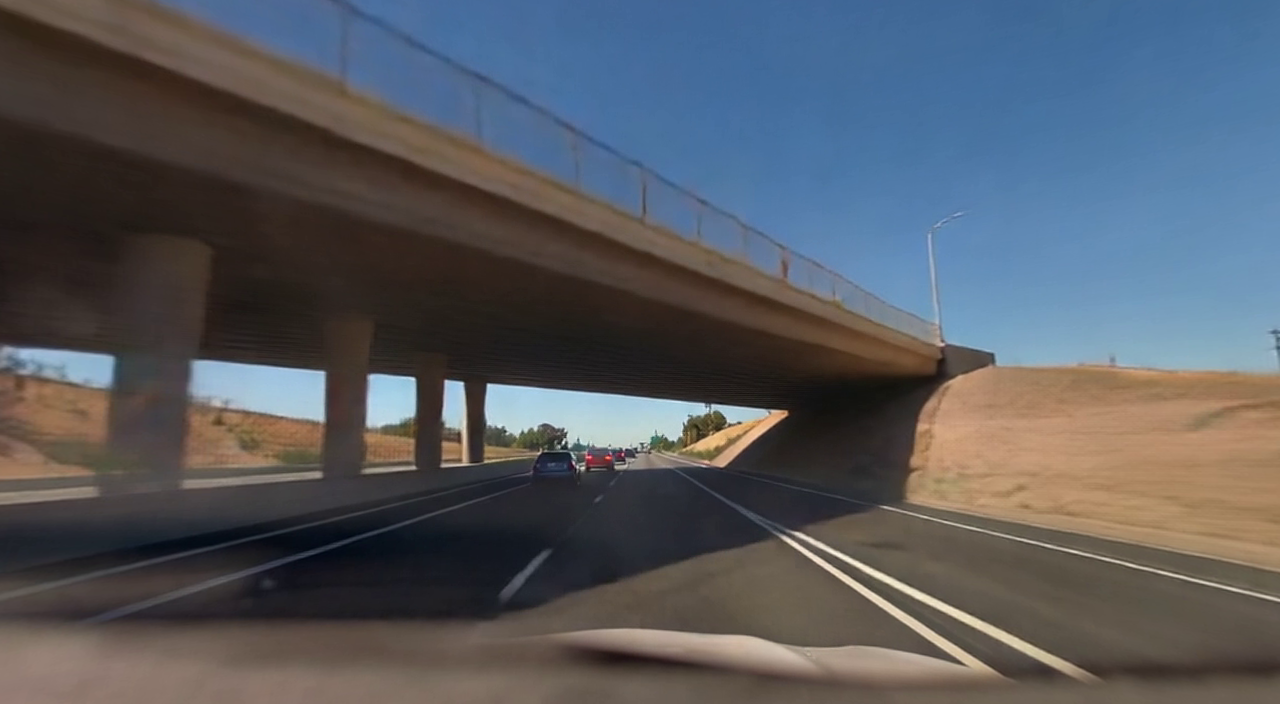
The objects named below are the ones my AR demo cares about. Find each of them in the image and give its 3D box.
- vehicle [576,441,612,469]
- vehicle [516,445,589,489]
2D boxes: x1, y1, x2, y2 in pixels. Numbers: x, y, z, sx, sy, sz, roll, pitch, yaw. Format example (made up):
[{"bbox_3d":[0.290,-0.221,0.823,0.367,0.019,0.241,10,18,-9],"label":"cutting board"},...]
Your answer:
[{"bbox_3d":[-3.216,7.375,45.103,2.177,1.852,4.427,0,-9,1],"label":"vehicle"},{"bbox_3d":[-3.206,4.342,24.119,2.044,1.527,4.607,0,-9,1],"label":"vehicle"}]
